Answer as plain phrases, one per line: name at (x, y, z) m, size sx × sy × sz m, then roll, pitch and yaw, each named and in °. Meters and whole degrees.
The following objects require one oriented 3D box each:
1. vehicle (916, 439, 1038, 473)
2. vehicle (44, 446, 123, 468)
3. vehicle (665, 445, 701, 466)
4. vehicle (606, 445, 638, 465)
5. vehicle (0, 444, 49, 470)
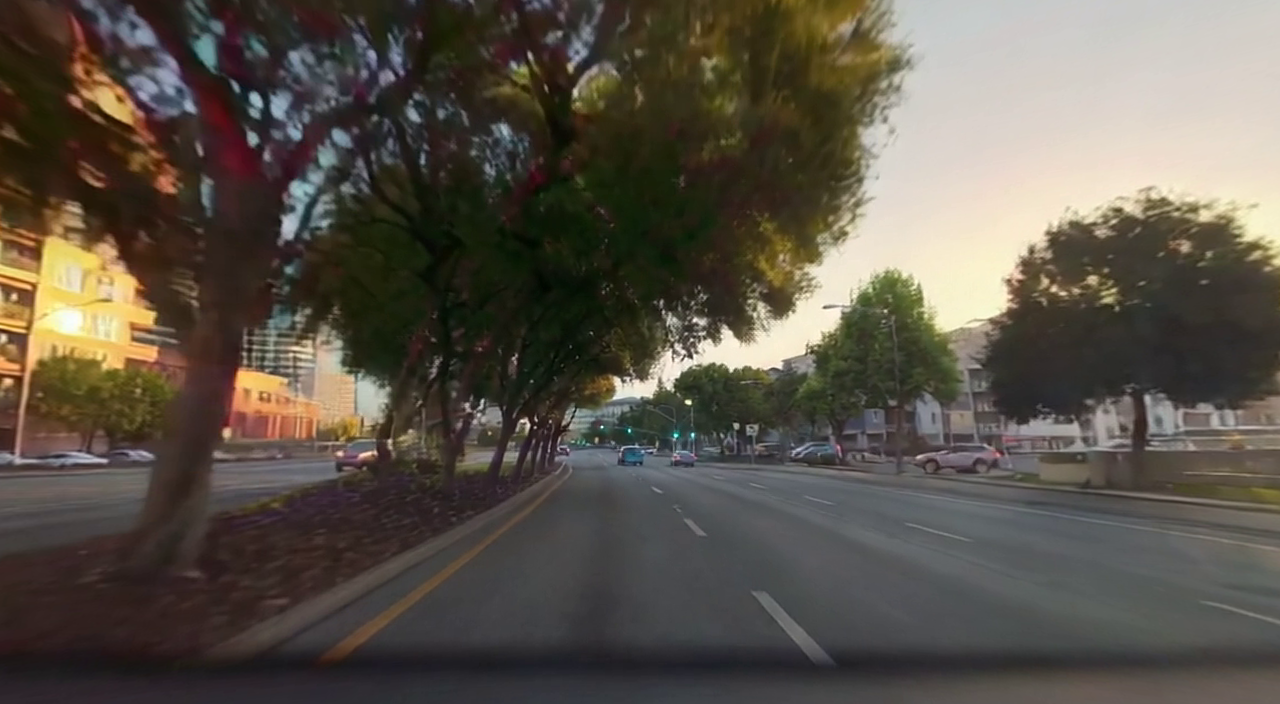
vehicle at (15.690, 4.850, 29.546) m, size 4.648 × 1.510 × 1.891 m, roll 0°, pitch -9°, yaw -5°
vehicle at (-42.558, 8.022, 48.470) m, size 1.904 × 1.573 × 4.827 m, roll 1°, pitch -9°, yaw -5°
vehicle at (3.134, 7.659, 46.802) m, size 1.932 × 1.439 × 4.159 m, roll 1°, pitch -9°, yaw -7°
vehicle at (-1.461, 8.043, 49.690) m, size 2.020 × 1.479 × 4.650 m, roll 1°, pitch -9°, yaw -8°
vehicle at (-41.820, 6.880, 41.454) m, size 1.869 × 1.599 × 4.572 m, roll 1°, pitch -9°, yaw -6°
